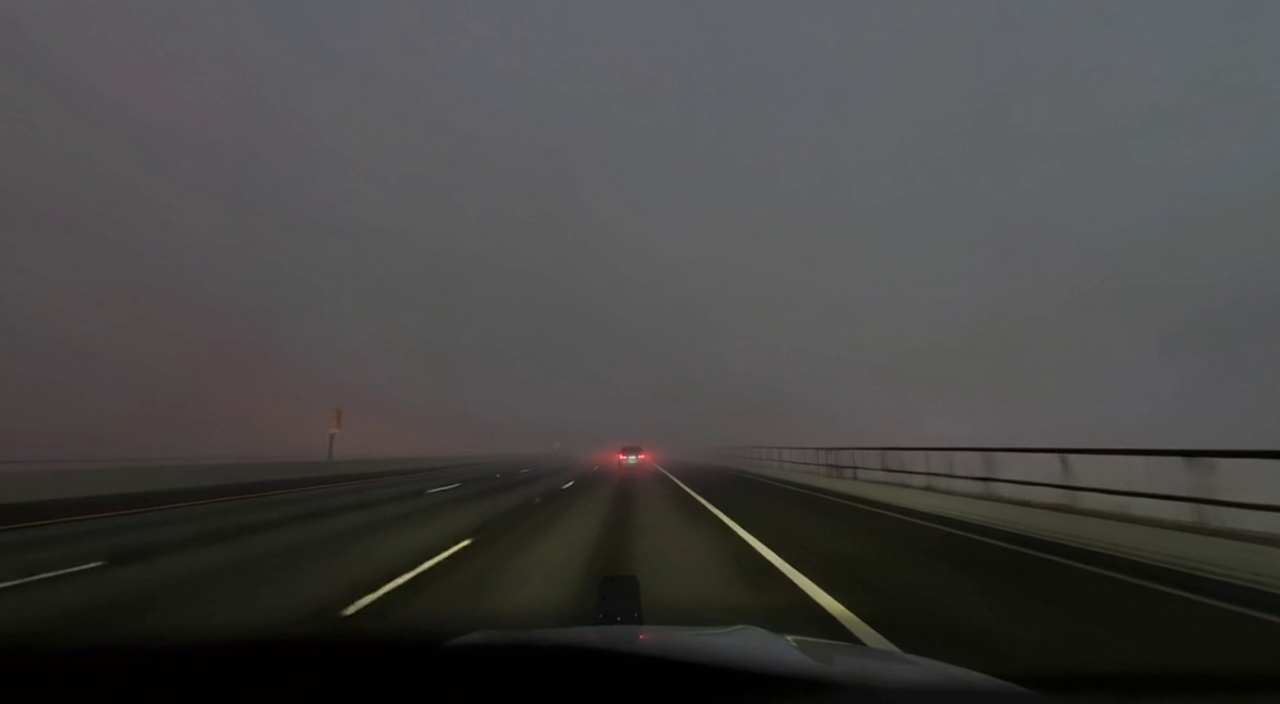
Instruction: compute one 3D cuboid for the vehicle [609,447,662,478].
[{"bbox_3d":[-0.277,5.439,31.252,2.398,1.336,5.698,0,-9,-1],"label":"vehicle"}]
